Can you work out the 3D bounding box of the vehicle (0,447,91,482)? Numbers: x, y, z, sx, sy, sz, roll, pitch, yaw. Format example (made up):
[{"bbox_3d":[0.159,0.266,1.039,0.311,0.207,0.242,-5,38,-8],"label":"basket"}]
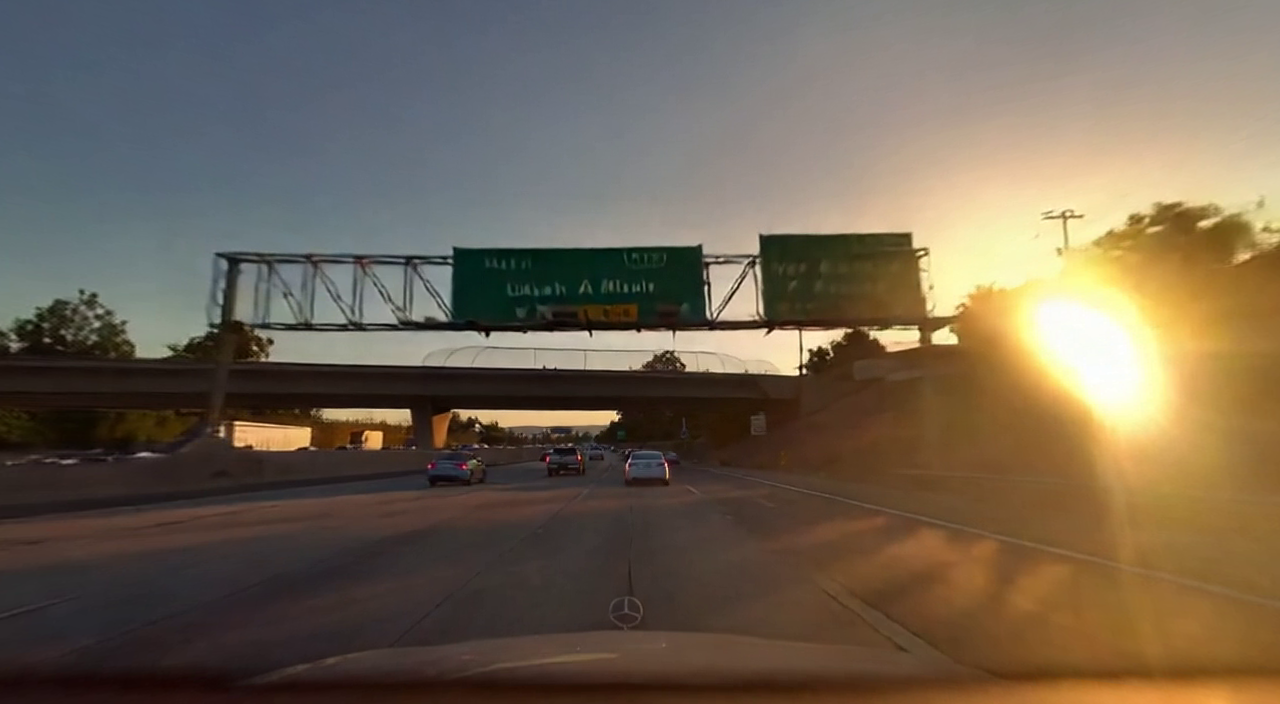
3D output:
[{"bbox_3d":[-29.781,5.481,31.090,1.822,1.595,4.076,0,-9,-3],"label":"vehicle"}]

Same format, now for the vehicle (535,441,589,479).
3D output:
[{"bbox_3d":[-3.915,5.527,32.496,2.289,1.777,4.534,0,-9,-1],"label":"vehicle"}]

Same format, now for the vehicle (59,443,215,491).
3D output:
[{"bbox_3d":[-26.065,5.947,33.233,2.635,2.237,6.970,0,-9,-2],"label":"vehicle"}]

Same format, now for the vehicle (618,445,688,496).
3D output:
[{"bbox_3d":[0.340,3.865,20.980,2.082,1.482,4.126,0,-9,-2],"label":"vehicle"}]

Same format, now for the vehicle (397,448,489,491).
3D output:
[{"bbox_3d":[-7.313,4.386,23.993,1.974,1.464,4.733,0,-9,0],"label":"vehicle"}]
